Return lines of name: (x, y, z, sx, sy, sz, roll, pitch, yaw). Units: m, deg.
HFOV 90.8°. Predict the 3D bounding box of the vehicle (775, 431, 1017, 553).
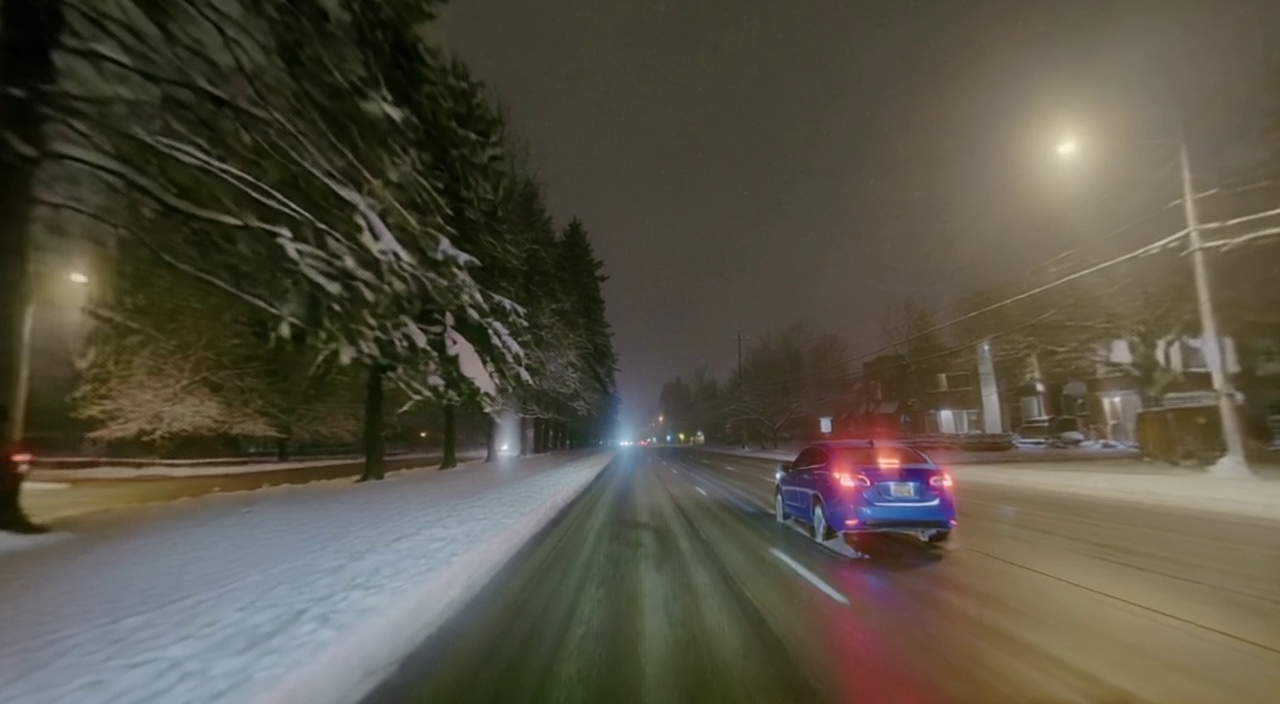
vehicle: (3.605, 2.029, 9.935, 1.950, 1.473, 4.259, 0, -8, -1)
